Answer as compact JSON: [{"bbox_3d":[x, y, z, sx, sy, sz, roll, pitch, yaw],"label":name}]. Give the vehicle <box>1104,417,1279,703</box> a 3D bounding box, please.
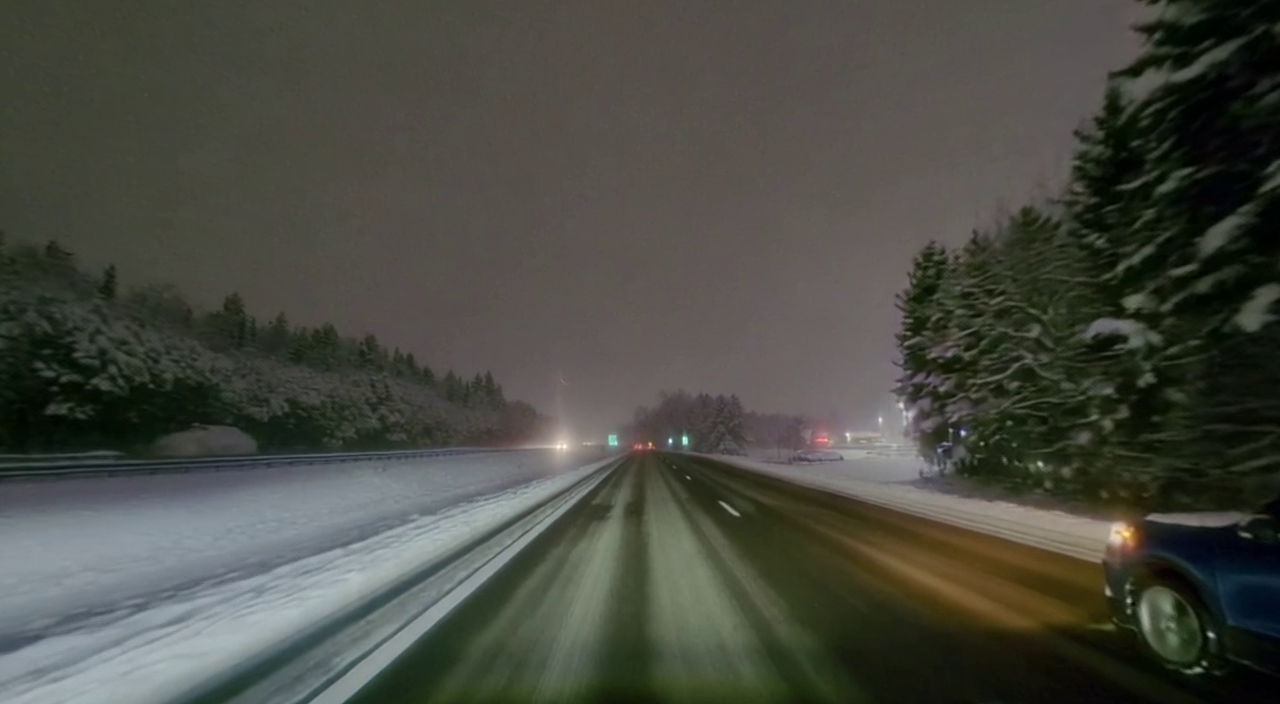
[{"bbox_3d":[3.580,0.762,1.080,1.959,1.428,4.828,0,-9,1],"label":"vehicle"}]
